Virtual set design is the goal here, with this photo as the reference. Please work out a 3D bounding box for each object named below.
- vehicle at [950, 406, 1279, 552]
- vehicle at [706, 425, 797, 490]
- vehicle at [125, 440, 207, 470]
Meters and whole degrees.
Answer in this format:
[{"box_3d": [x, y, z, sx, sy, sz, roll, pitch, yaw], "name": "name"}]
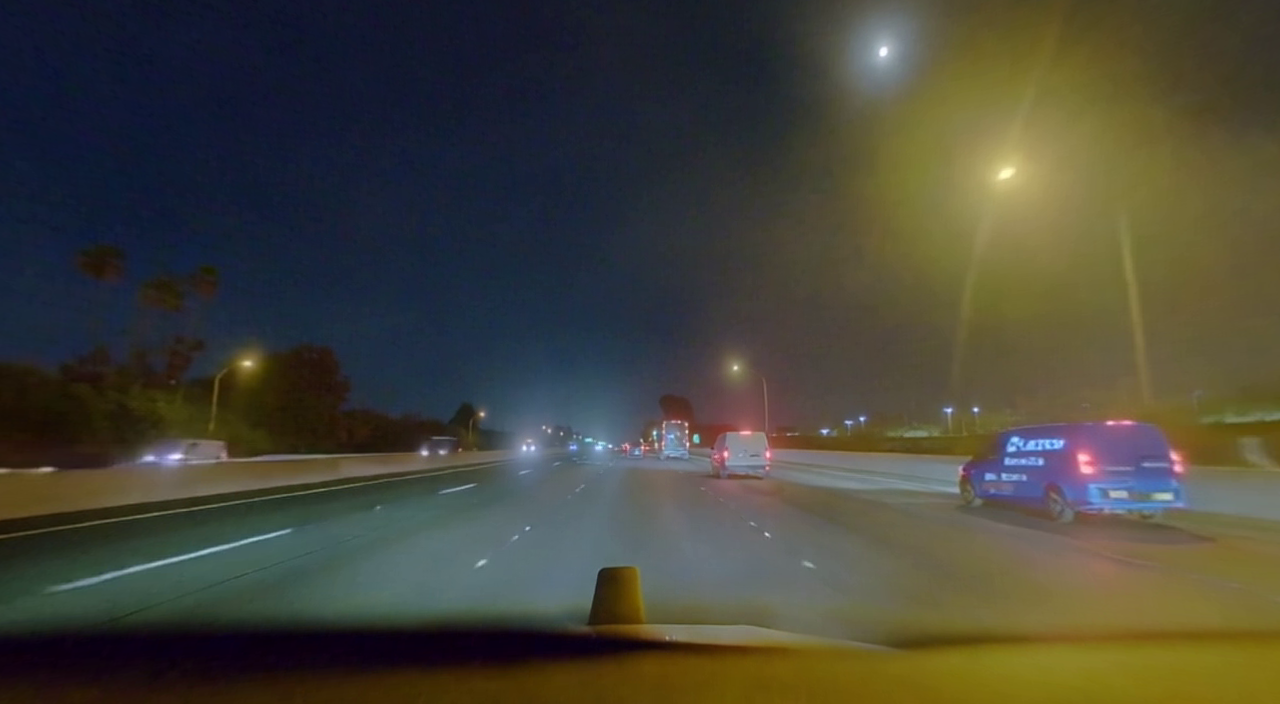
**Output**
[{"box_3d": [7.525, 1.945, 10.386, 2.266, 1.799, 4.947, 0, -8, -1], "name": "vehicle"}, {"box_3d": [3.583, 3.511, 21.326, 2.035, 1.931, 4.841, 0, -9, -2], "name": "vehicle"}, {"box_3d": [-28.705, 6.253, 38.449, 1.877, 1.692, 3.983, 0, -8, 0], "name": "vehicle"}]
